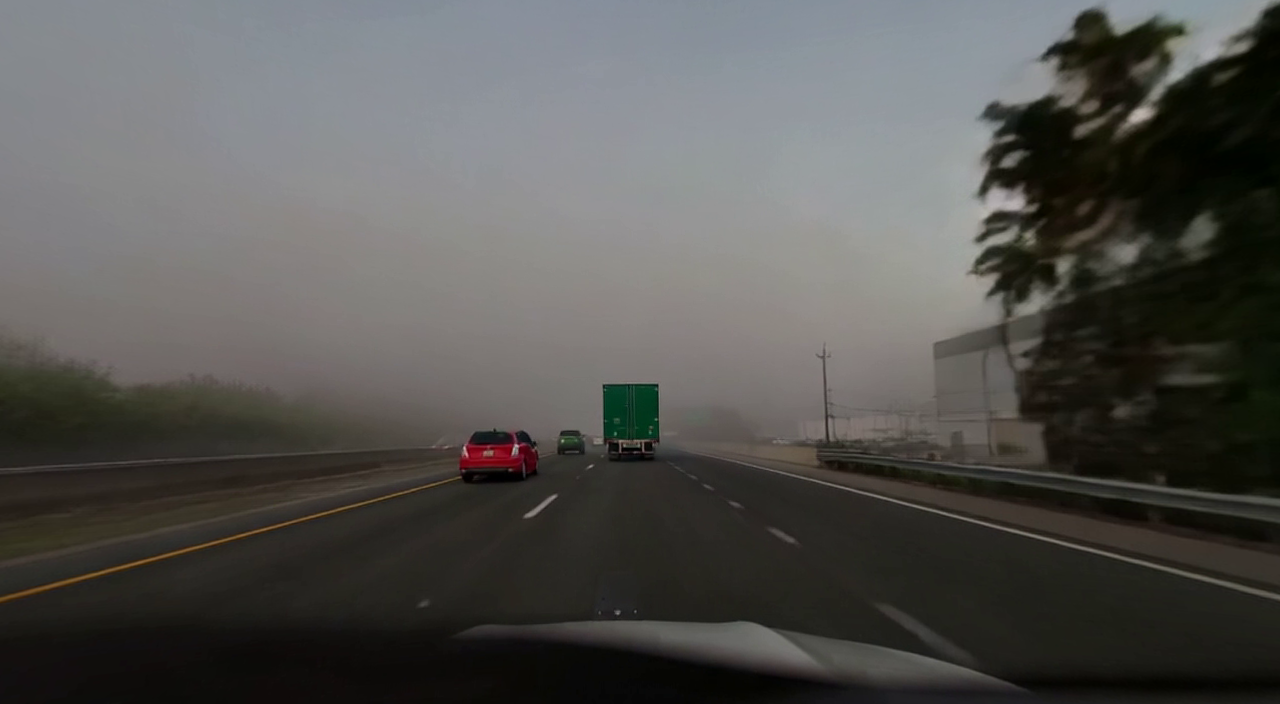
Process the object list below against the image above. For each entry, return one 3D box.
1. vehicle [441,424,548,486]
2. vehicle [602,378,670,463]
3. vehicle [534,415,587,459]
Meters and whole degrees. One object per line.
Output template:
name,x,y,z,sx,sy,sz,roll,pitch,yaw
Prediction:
vehicle,-4.219,3.069,19.252,2.005,1.602,5.131,0,-8,1
vehicle,-0.340,3.966,35.304,3.259,4.066,9.891,0,-8,-2
vehicle,-5.139,5.677,42.086,2.717,2.714,6.997,0,-8,-1
